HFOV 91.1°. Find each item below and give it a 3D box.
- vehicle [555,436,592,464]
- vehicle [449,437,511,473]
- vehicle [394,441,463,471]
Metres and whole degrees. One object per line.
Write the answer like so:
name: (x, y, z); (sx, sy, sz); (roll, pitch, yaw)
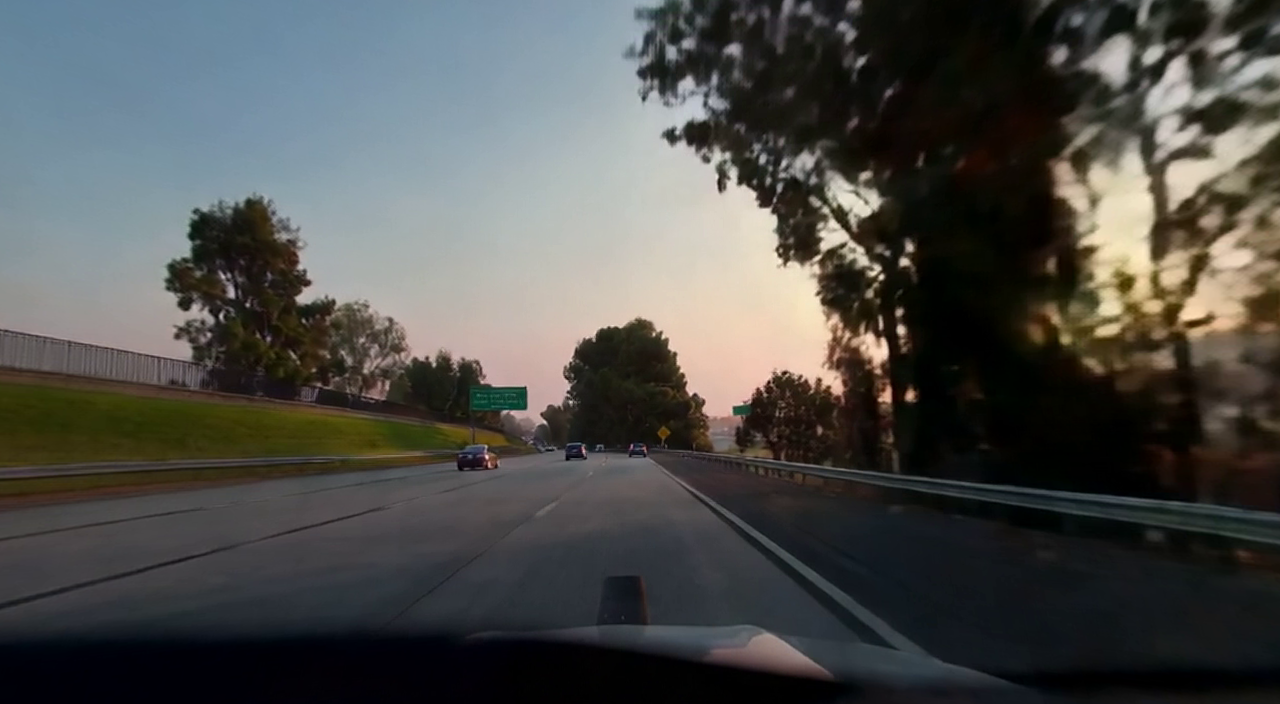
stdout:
vehicle: (-4.429, 6.629, 42.611); (2.138, 1.833, 4.622); (0, -8, -2)
vehicle: (-8.009, 5.194, 31.851); (2.015, 1.651, 4.432); (0, -8, -1)
vehicle: (-11.555, 5.691, 34.725); (2.100, 1.537, 5.092); (0, -8, -1)
